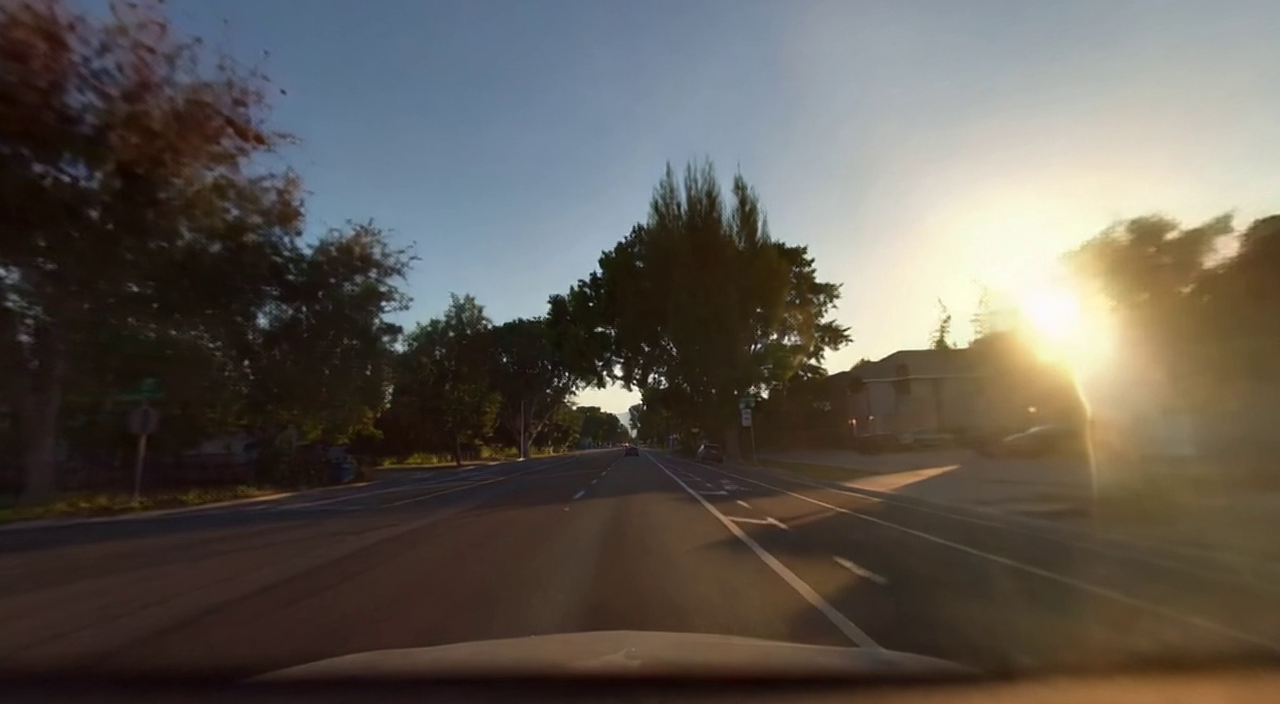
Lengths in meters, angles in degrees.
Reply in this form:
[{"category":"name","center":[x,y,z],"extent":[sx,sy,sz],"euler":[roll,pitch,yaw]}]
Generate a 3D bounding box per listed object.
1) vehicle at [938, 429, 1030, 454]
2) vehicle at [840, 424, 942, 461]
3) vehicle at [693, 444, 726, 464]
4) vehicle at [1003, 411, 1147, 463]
[{"category":"vehicle","center":[20.961,5.476,38.575],"extent":[4.479,1.474,1.907],"euler":[0,-8,-1]},{"category":"vehicle","center":[15.132,5.484,38.321],"extent":[5.136,1.795,2.244],"euler":[-4,-9,-3]},{"category":"vehicle","center":[5.190,7.621,47.514],"extent":[1.984,1.418,4.709],"euler":[0,-8,0]},{"category":"vehicle","center":[15.091,3.050,22.305],"extent":[1.908,1.610,4.582],"euler":[0,-9,2]}]
